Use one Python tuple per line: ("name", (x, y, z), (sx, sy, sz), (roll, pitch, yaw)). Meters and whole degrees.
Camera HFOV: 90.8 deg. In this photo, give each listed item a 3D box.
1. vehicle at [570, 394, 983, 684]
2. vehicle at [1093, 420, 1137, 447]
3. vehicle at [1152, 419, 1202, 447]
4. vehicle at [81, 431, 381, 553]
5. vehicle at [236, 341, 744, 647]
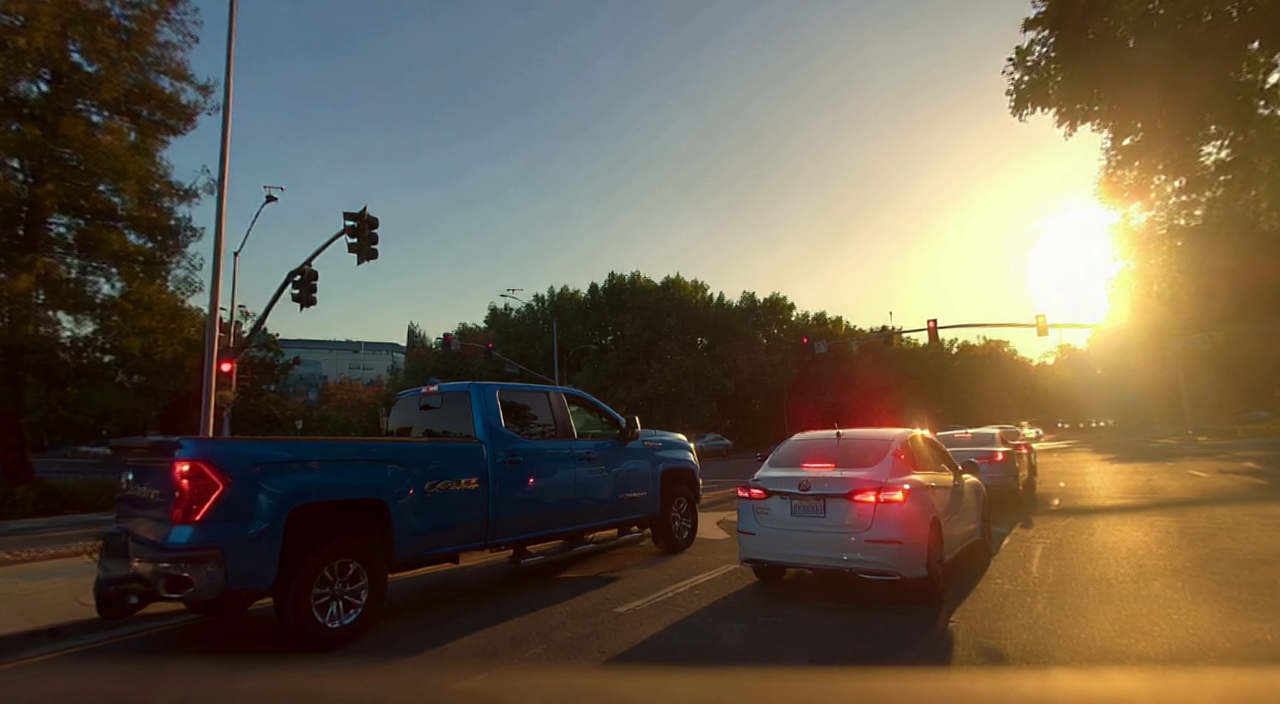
("vehicle", (1.715, 1.376, 5.991), (2.027, 1.549, 4.801), (-6, -10, 35))
("vehicle", (32.815, 5.673, 43.705), (2.160, 1.790, 4.303), (-6, -10, 35))
("vehicle", (35.783, 5.471, 42.169), (2.183, 1.714, 4.491), (-6, -11, 37))
("vehicle", (-8.362, 2.784, 13.458), (2.174, 2.057, 4.738), (-6, -10, 33))
("vehicle", (-0.872, 1.399, 7.476), (2.272, 2.016, 6.146), (-5, -10, 27))
